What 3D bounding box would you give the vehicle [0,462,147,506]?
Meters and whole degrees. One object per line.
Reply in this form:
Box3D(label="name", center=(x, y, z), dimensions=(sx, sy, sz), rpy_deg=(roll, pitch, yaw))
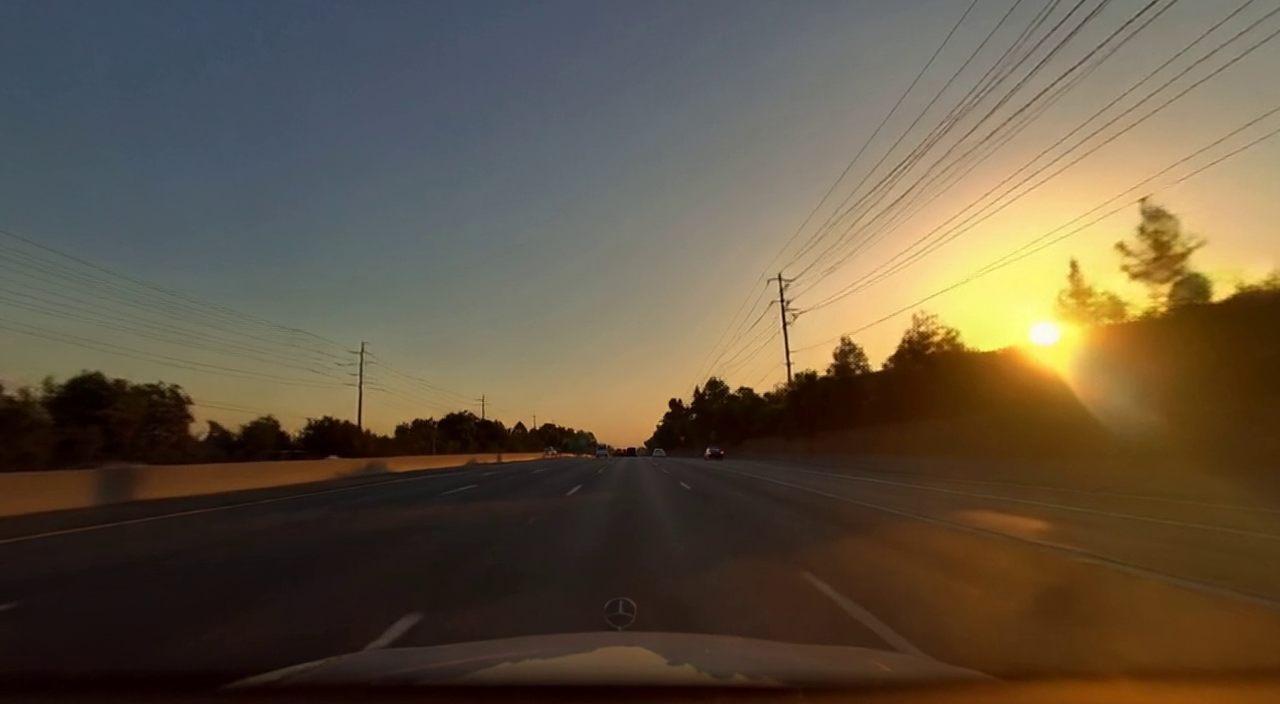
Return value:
Box3D(label="vehicle", center=(-25.653, 5.886, 28.648), dimensions=(2.119, 1.654, 5.632), rpy_deg=(0, -9, 0))
